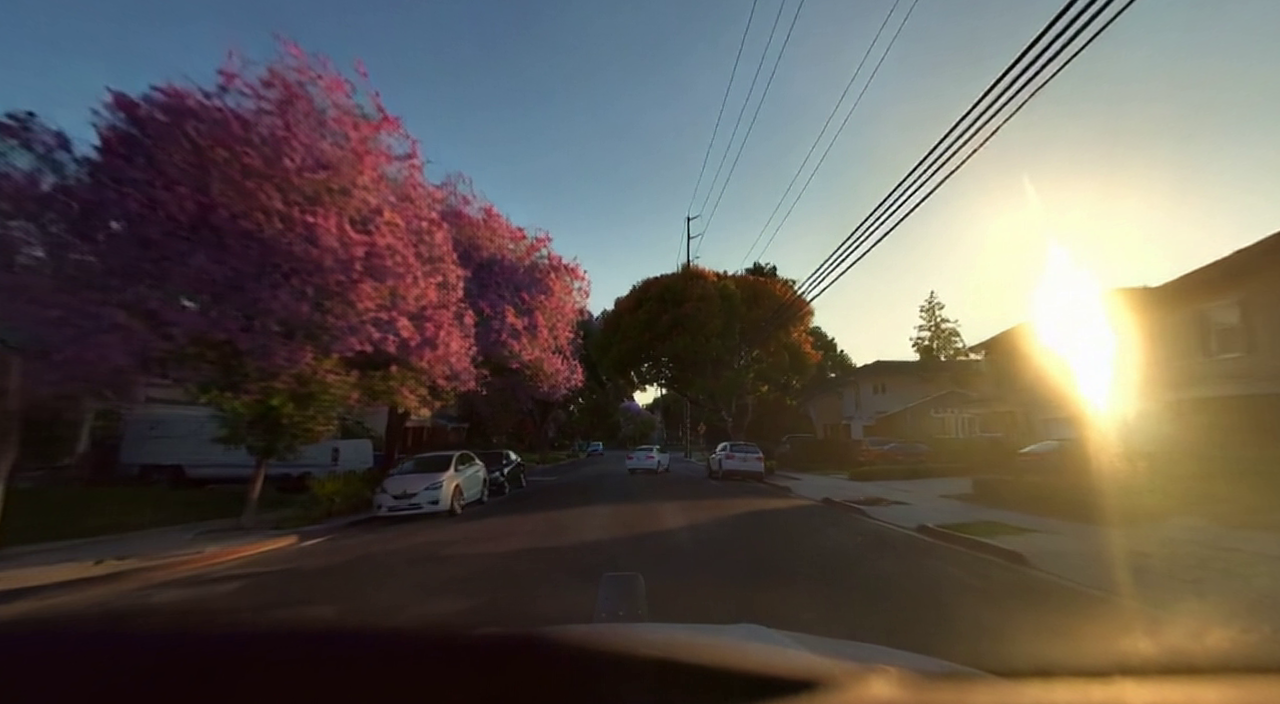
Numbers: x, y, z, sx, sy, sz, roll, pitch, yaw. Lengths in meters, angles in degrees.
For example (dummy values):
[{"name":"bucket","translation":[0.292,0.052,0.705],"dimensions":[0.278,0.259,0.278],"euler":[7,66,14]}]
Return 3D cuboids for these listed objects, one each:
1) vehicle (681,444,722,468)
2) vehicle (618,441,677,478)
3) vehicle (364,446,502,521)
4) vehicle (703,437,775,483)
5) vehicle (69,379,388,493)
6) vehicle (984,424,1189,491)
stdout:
[{"name":"vehicle","translation":[3.961,6.787,41.545],"dimensions":[2.006,1.489,4.753],"euler":[0,-8,-2]},{"name":"vehicle","translation":[0.432,4.574,27.246],"dimensions":[2.075,1.449,4.526],"euler":[-1,-9,7]},{"name":"vehicle","translation":[-4.849,3.099,15.539],"dimensions":[1.874,1.413,4.442],"euler":[0,-7,0]},{"name":"vehicle","translation":[3.832,4.267,25.264],"dimensions":[2.103,1.679,4.386],"euler":[0,-9,-1]},{"name":"vehicle","translation":[-13.047,2.754,20.659],"dimensions":[8.239,3.354,2.902],"euler":[1,-9,1]},{"name":"vehicle","translation":[12.346,2.932,17.729],"dimensions":[4.186,1.748,1.992],"euler":[0,-8,1]}]
